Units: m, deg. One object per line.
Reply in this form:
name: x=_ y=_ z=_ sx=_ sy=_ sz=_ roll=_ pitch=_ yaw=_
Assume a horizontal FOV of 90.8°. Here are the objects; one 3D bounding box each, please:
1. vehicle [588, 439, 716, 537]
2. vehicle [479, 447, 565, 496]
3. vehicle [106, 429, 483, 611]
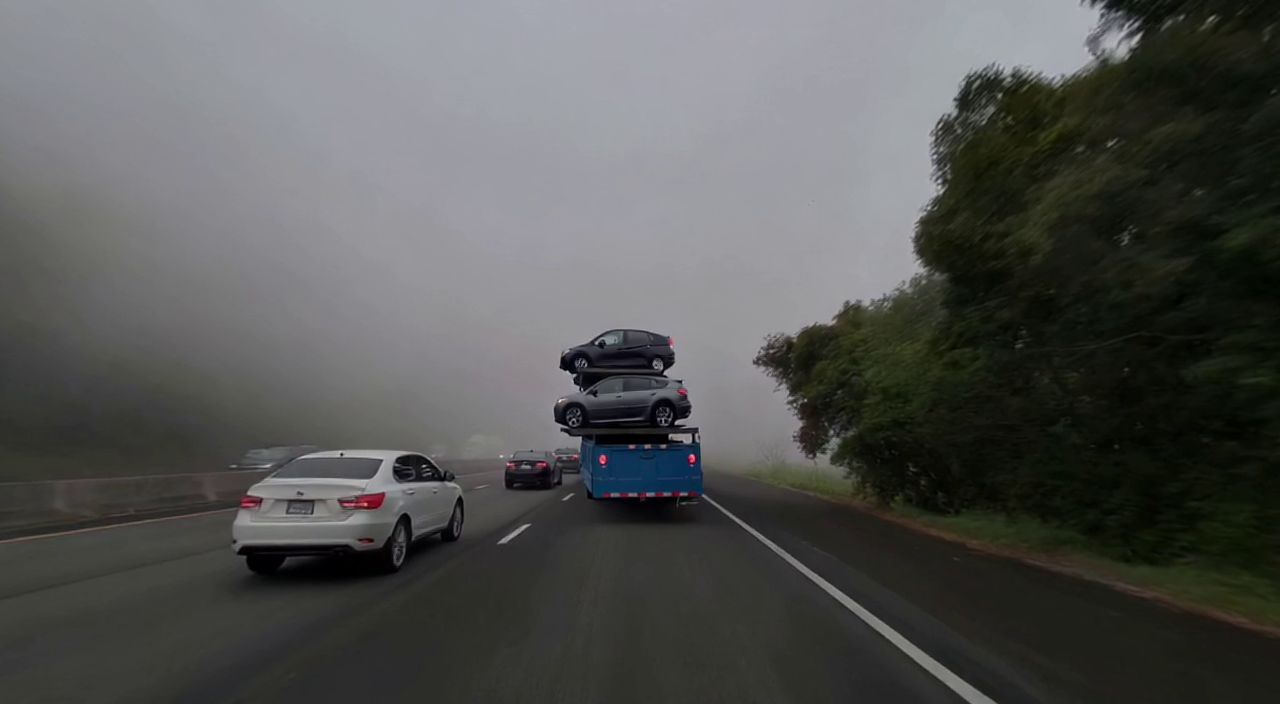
vehicle: x=0.160 y=2.393 z=11.607 sx=1.991 sy=1.507 sz=3.391 roll=0 pitch=-9 yaw=-1
vehicle: x=-3.838 y=3.956 z=21.330 sx=1.947 sy=1.470 sz=4.526 roll=0 pitch=-9 yaw=1
vehicle: x=-3.376 y=1.704 z=7.229 sx=2.149 sy=1.497 sz=3.753 roll=0 pitch=-9 yaw=0
